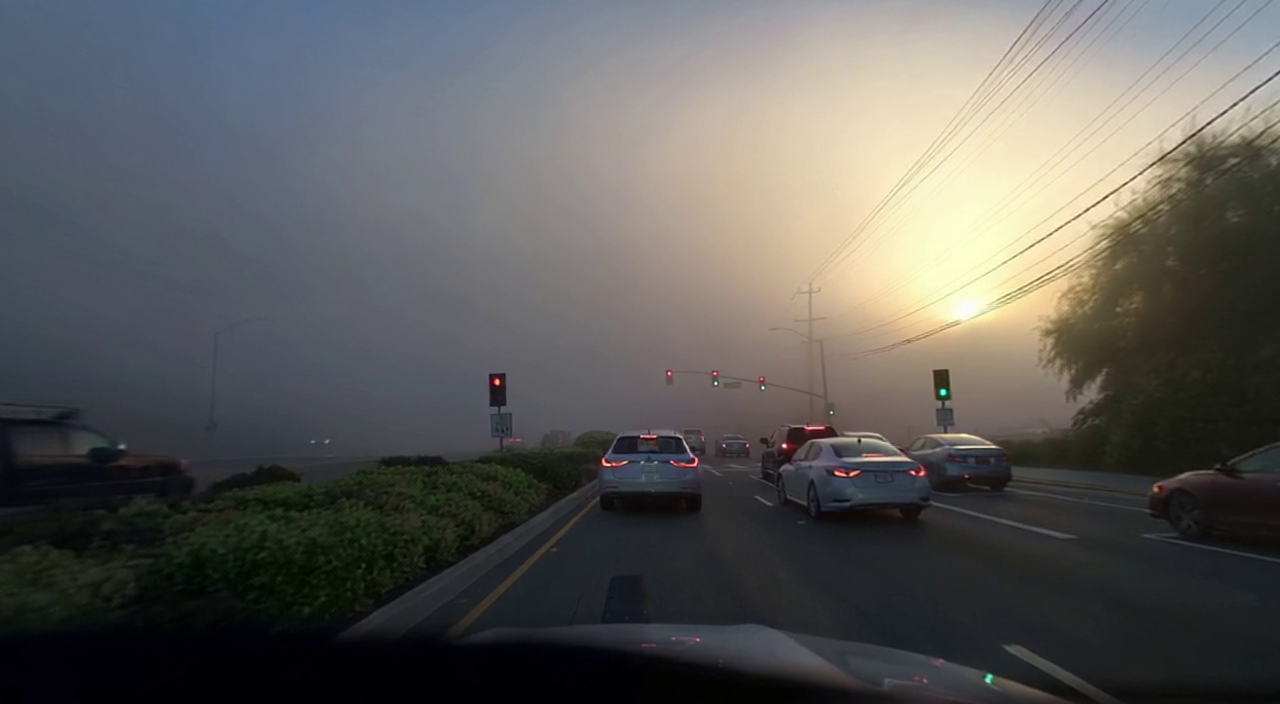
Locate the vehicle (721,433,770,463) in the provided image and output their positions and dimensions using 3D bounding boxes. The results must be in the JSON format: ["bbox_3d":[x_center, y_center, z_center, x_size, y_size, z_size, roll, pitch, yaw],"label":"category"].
[{"bbox_3d":[5.530,5.090,33.573,1.995,1.491,4.133,0,-8,1],"label":"vehicle"}]

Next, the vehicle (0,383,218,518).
[{"bbox_3d":[-17.632,2.898,18.666,3.085,3.375,9.783,-1,-8,3],"label":"vehicle"}]

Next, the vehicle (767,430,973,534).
[{"bbox_3d":[3.727,2.189,11.282,2.028,1.454,4.531,0,-8,1],"label":"vehicle"}]

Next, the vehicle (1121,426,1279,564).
[{"bbox_3d":[7.904,1.556,6.886,1.905,1.483,4.469,-1,-8,3],"label":"vehicle"}]

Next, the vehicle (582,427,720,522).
[{"bbox_3d":[0.195,2.287,12.347,2.208,1.498,4.401,0,-8,1],"label":"vehicle"}]
